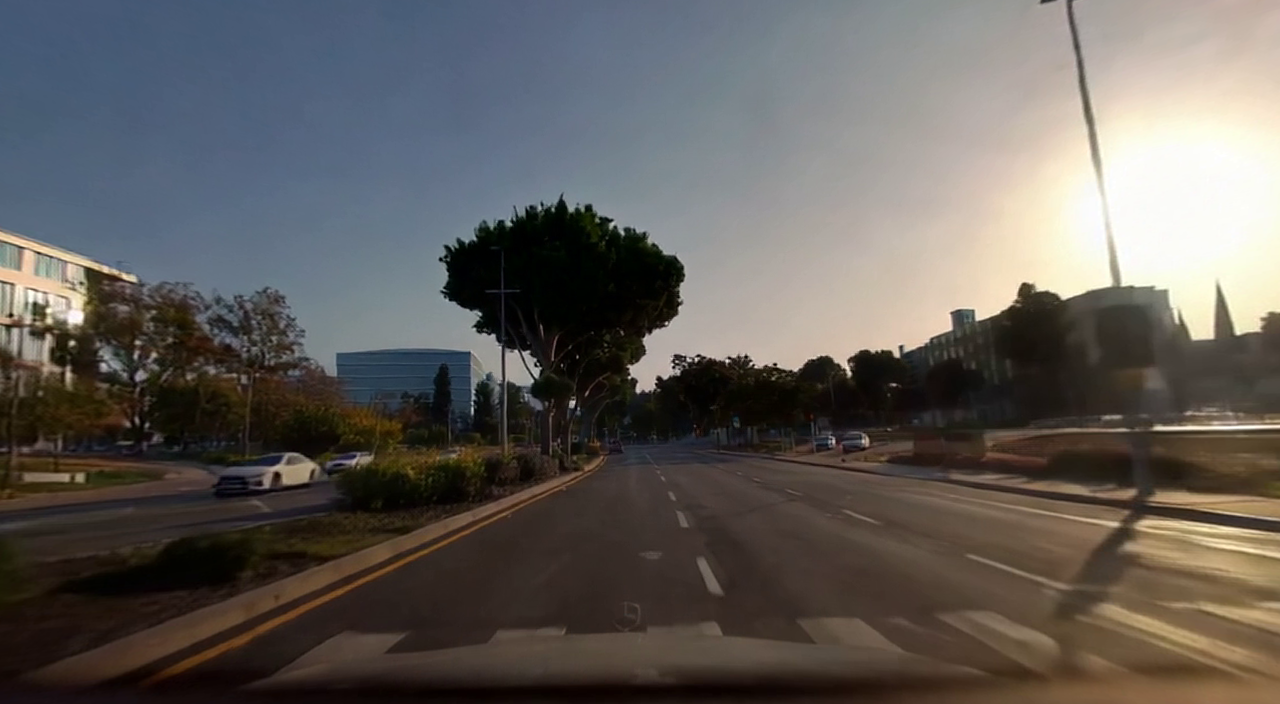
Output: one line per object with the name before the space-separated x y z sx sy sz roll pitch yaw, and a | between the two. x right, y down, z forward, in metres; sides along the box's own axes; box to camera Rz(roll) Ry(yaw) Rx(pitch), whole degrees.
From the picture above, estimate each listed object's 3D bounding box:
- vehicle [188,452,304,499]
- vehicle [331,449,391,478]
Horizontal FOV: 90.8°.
vehicle | -15.269 4.757 24.783 1.833 1.496 4.157 -4 -8 1
vehicle | -18.578 7.429 42.324 1.980 1.732 4.498 -2 -8 1
